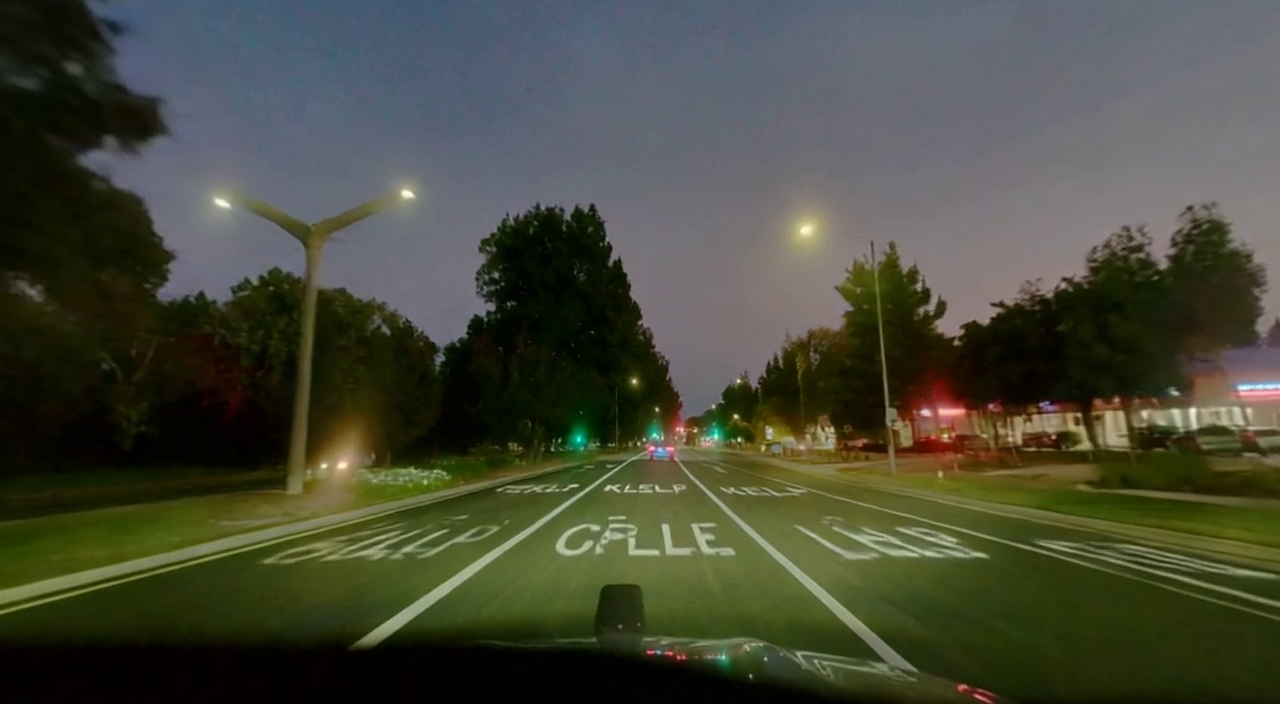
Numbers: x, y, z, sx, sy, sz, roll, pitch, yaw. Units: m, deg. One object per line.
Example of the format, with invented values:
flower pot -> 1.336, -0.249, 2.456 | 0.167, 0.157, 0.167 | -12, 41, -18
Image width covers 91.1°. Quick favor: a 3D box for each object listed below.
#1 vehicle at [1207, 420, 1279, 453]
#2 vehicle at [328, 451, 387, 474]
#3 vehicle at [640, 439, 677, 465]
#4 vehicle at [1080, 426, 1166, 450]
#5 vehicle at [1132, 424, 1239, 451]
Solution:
vehicle -> 31.376, 4.179, 31.336 | 4.051, 1.475, 1.949 | -3, -9, 2
vehicle -> -19.765, 7.732, 44.125 | 1.885, 1.464, 4.525 | 0, -9, 2
vehicle -> 1.104, 6.206, 39.098 | 2.144, 1.505, 4.128 | 0, -8, 1
vehicle -> 31.956, 5.717, 41.641 | 4.002, 1.501, 2.000 | 0, -9, 0
vehicle -> 31.690, 4.989, 36.555 | 4.282, 1.486, 2.017 | 0, -9, 0
